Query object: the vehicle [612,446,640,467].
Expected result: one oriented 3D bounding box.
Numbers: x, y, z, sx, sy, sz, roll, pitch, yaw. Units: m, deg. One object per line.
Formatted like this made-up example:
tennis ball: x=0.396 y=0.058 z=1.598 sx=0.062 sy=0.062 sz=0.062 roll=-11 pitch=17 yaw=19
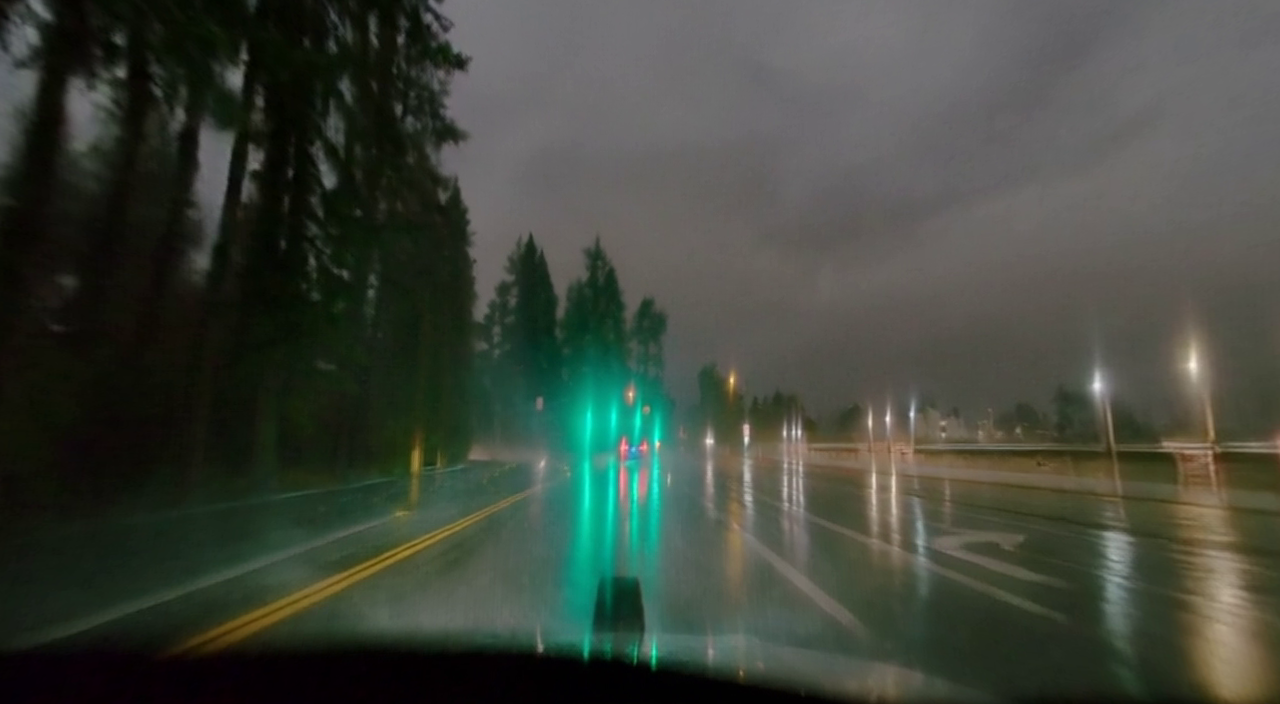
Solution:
vehicle: x=-1.113 y=7.840 z=47.743 sx=2.042 sy=1.489 sz=3.963 roll=0 pitch=-9 yaw=-3
